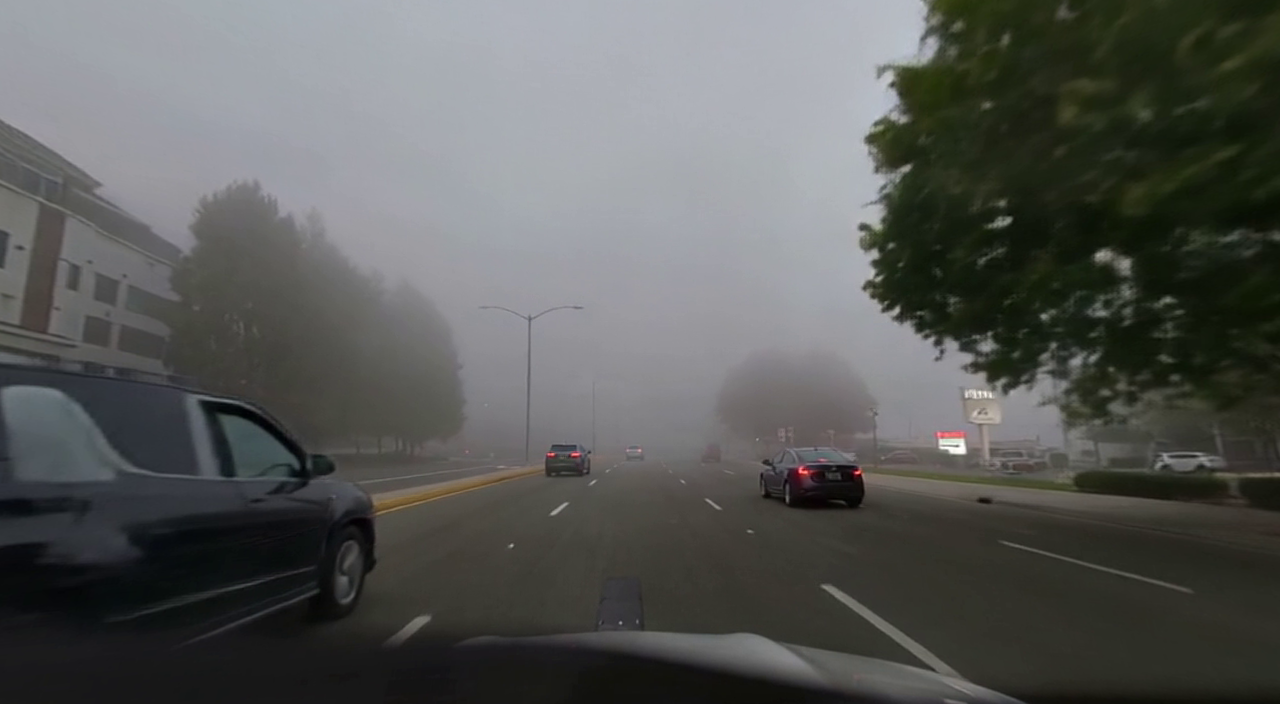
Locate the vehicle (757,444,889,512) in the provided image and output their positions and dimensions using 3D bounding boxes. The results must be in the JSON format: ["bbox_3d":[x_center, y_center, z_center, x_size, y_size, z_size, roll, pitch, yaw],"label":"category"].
[{"bbox_3d":[4.451,3.126,16.197,1.960,1.471,4.378,0,-9,-2],"label":"vehicle"}]

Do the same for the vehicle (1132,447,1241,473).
[{"bbox_3d":[31.143,6.159,36.111,4.274,1.448,2.050,0,-9,0],"label":"vehicle"}]

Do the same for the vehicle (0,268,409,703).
[{"bbox_3d":[-3.294,0.809,2.907,2.450,1.866,5.416,0,-9,-1],"label":"vehicle"}]

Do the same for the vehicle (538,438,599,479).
[{"bbox_3d":[-3.351,5.100,30.527,2.305,1.833,4.912,0,-9,1],"label":"vehicle"}]
